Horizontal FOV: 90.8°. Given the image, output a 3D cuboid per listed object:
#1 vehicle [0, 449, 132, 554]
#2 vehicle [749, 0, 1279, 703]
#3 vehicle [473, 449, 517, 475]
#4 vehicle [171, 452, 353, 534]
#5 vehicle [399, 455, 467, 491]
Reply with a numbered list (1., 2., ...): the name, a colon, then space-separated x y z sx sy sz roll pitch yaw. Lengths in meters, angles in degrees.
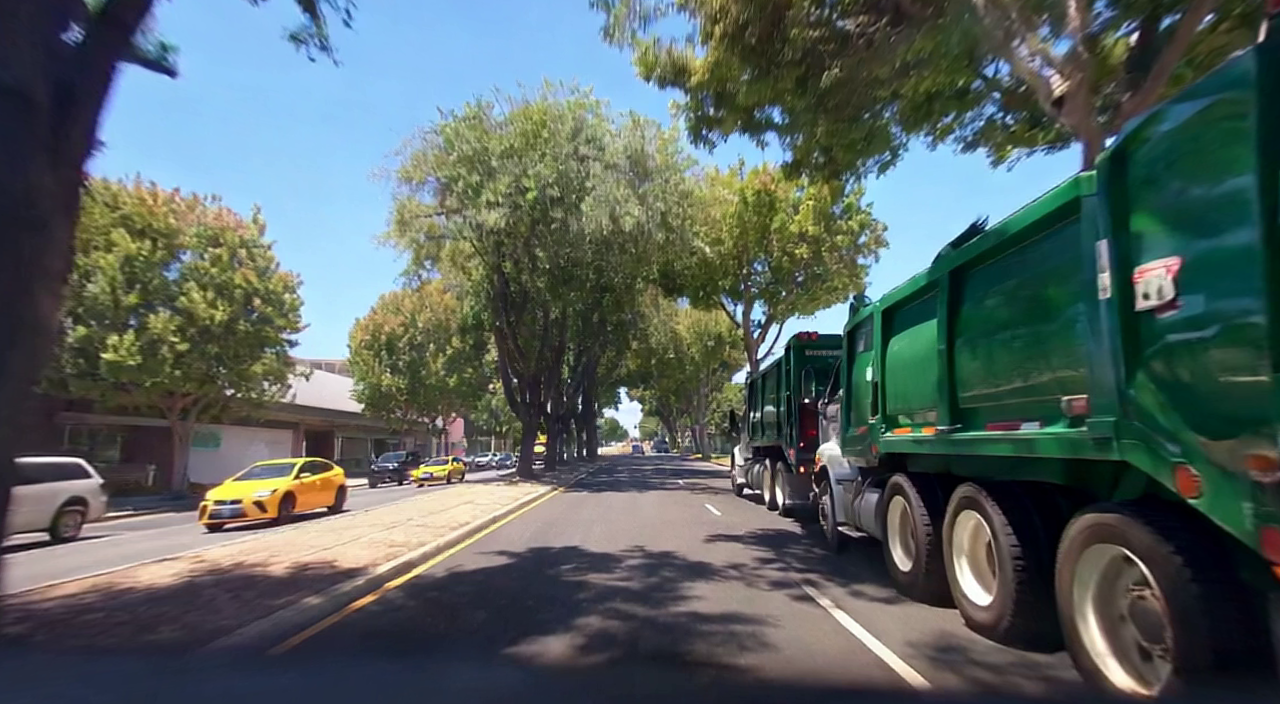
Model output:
1. vehicle: -13.376 2.979 12.481 2.281 1.982 5.537 -3 -8 -2
2. vehicle: 3.604 0.630 6.901 2.731 3.407 10.262 0 -9 -1
3. vehicle: -10.339 7.864 45.406 2.089 1.754 4.573 0 -9 -1
4. vehicle: -9.361 3.463 16.204 1.959 1.749 4.488 0 -9 -2
5. vehicle: -9.825 5.749 30.317 1.953 1.539 4.326 0 -9 -2
